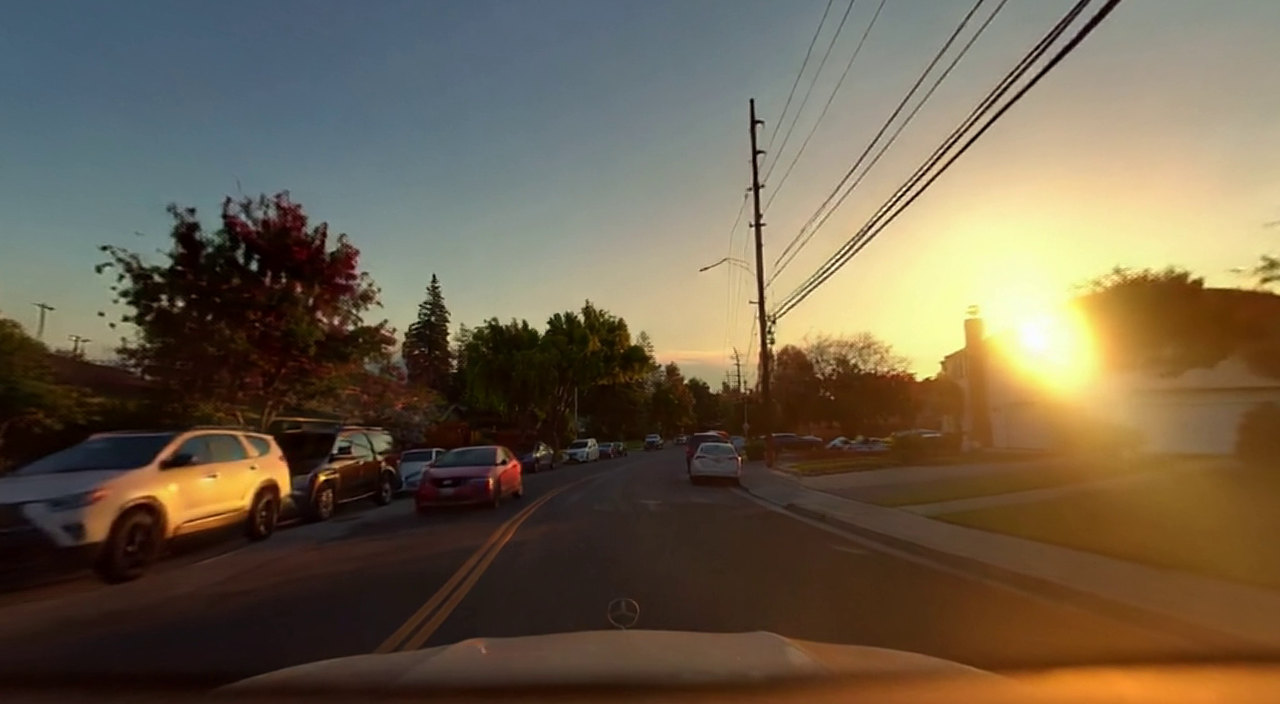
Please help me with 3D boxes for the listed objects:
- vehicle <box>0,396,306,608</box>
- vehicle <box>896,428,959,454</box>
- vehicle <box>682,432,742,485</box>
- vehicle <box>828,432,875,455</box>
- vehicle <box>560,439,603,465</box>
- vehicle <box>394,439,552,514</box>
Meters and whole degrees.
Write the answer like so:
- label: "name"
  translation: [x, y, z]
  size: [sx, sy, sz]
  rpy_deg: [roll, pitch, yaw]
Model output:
- label: "vehicle"
  translation: [-7.126, 1.905, 8.928]
  size: [2.312, 2.032, 5.585]
  rpy_deg: [-1, -9, -6]
- label: "vehicle"
  translation: [21.244, 6.644, 46.937]
  size: [2.253, 1.805, 4.842]
  rpy_deg: [2, -9, -2]
- label: "vehicle"
  translation: [2.698, 4.034, 24.289]
  size: [2.032, 1.810, 5.047]
  rpy_deg: [-1, -8, 5]
- label: "vehicle"
  translation: [16.014, 6.954, 48.052]
  size: [2.079, 1.675, 3.855]
  rpy_deg: [0, -8, -2]
- label: "vehicle"
  translation: [-4.355, 7.563, 47.999]
  size: [2.192, 1.873, 4.985]
  rpy_deg: [-1, -8, 8]
- label: "vehicle"
  translation: [-3.771, 2.901, 15.332]
  size: [2.448, 1.475, 4.568]
  rpy_deg: [-2, -8, 2]
